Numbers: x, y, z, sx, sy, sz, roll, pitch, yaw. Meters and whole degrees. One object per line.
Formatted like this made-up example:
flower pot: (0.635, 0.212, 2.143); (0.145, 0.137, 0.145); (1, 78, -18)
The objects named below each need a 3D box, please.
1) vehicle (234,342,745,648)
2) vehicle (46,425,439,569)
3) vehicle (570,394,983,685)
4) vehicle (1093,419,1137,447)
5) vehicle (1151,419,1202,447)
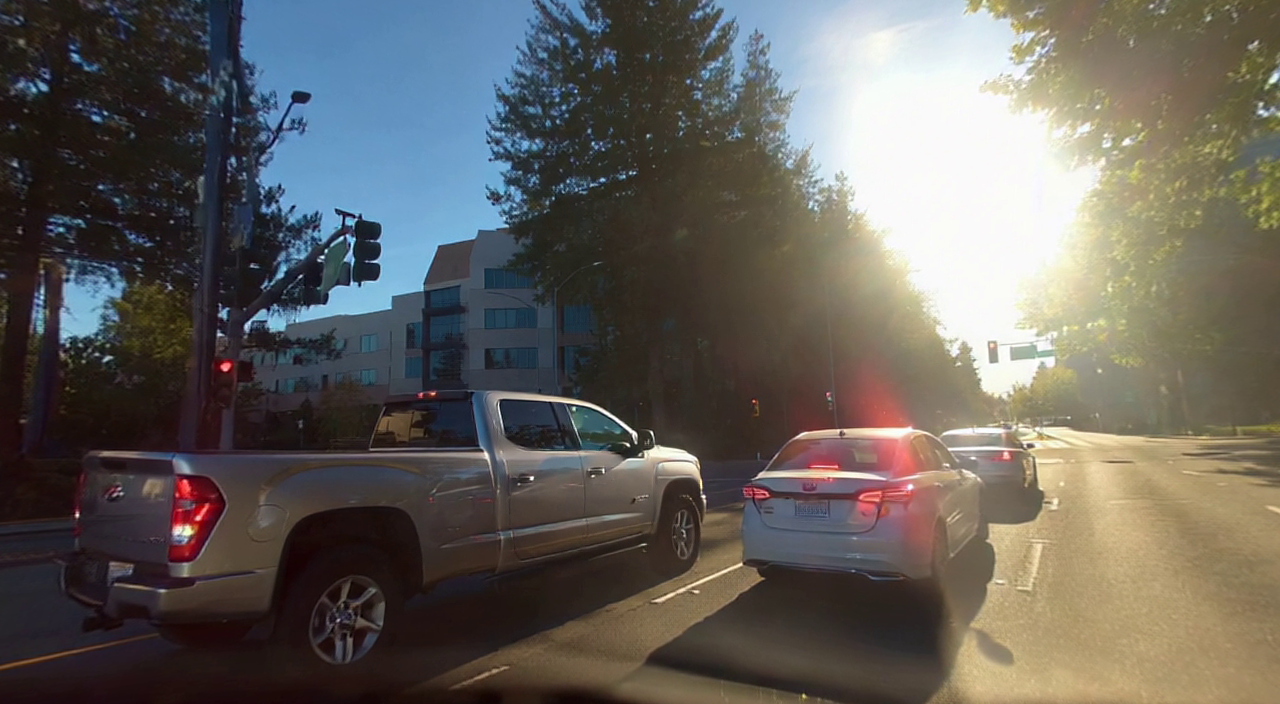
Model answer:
vehicle: (-0.872, 1.405, 7.460); (2.272, 2.016, 6.146); (-5, -10, 28)
vehicle: (-5.948, 2.127, 10.193); (1.982, 1.712, 4.862); (-6, -10, 35)
vehicle: (1.711, 1.375, 5.985); (2.027, 1.549, 4.801); (-6, -10, 35)
vehicle: (32.845, 5.669, 43.737); (2.160, 1.790, 4.303); (-6, -10, 35)
vehicle: (35.862, 5.470, 42.275); (2.183, 1.714, 4.491); (-6, -11, 36)
